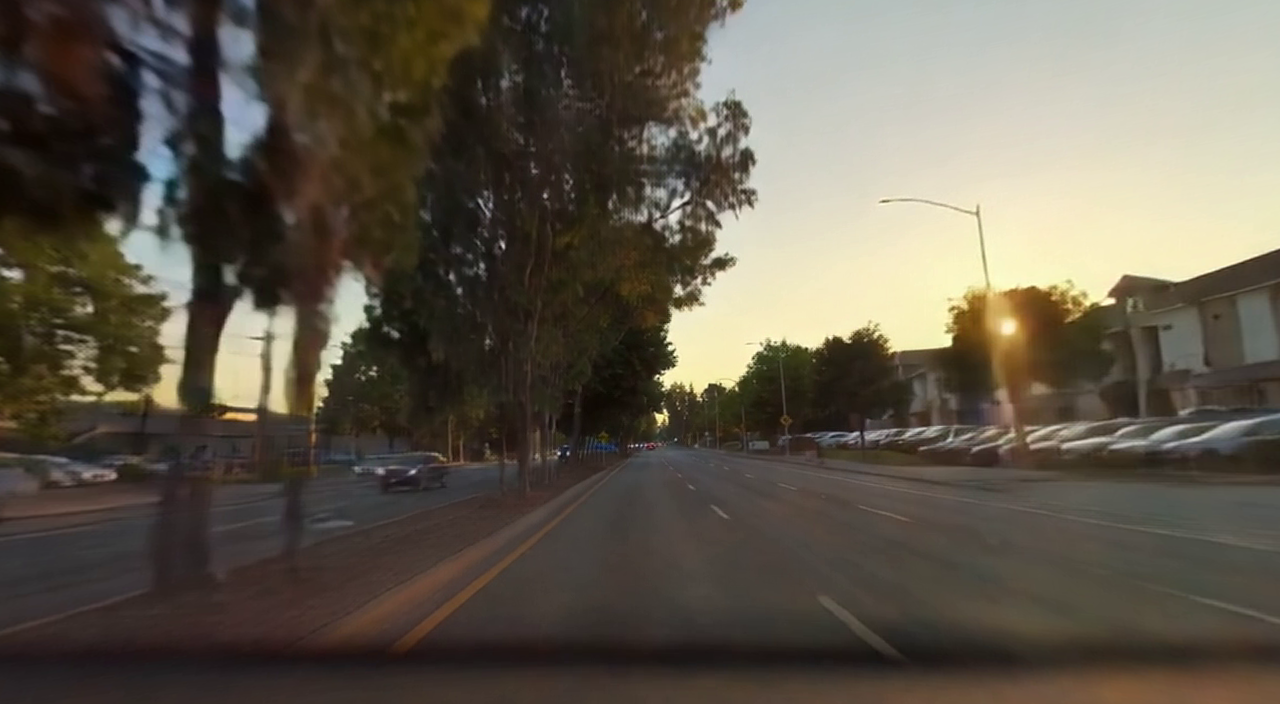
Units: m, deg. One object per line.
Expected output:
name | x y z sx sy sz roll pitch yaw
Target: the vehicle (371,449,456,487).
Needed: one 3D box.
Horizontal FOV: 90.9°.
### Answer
vehicle | -9.787 5.023 27.701 1.942 1.468 4.708 0 -9 1
